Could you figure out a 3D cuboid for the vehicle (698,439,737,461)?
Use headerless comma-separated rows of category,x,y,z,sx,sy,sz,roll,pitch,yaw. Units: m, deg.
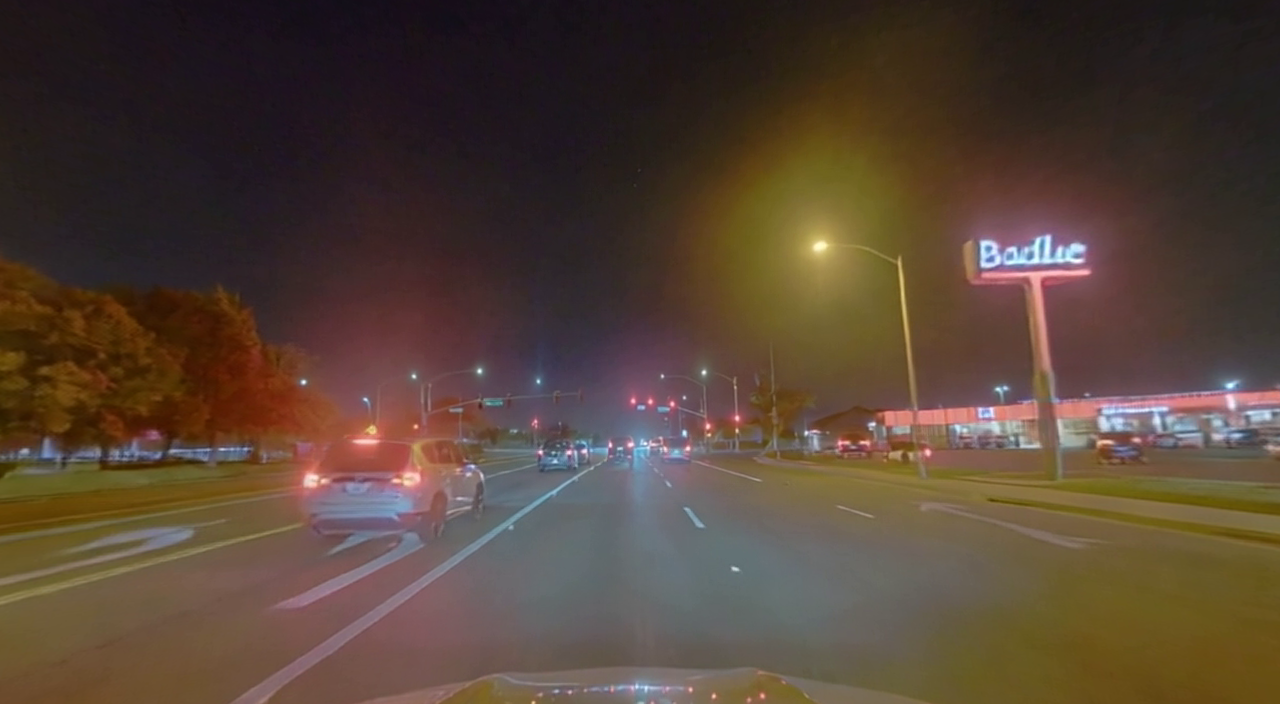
vehicle,5.298,6.762,43.806,2.017,1.453,4.497,0,-8,-1

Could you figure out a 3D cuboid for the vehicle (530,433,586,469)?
vehicle,-3.981,4.875,31.355,2.143,1.643,4.336,0,-8,0

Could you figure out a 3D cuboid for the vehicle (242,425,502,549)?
vehicle,-3.771,1.982,10.033,2.097,1.497,4.571,0,-8,1

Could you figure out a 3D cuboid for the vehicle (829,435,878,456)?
vehicle,15.744,6.925,46.817,1.819,1.457,4.680,0,-8,-3

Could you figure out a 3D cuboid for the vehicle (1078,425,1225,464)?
vehicle,23.585,4.325,29.385,4.824,1.693,1.984,-4,-9,21
